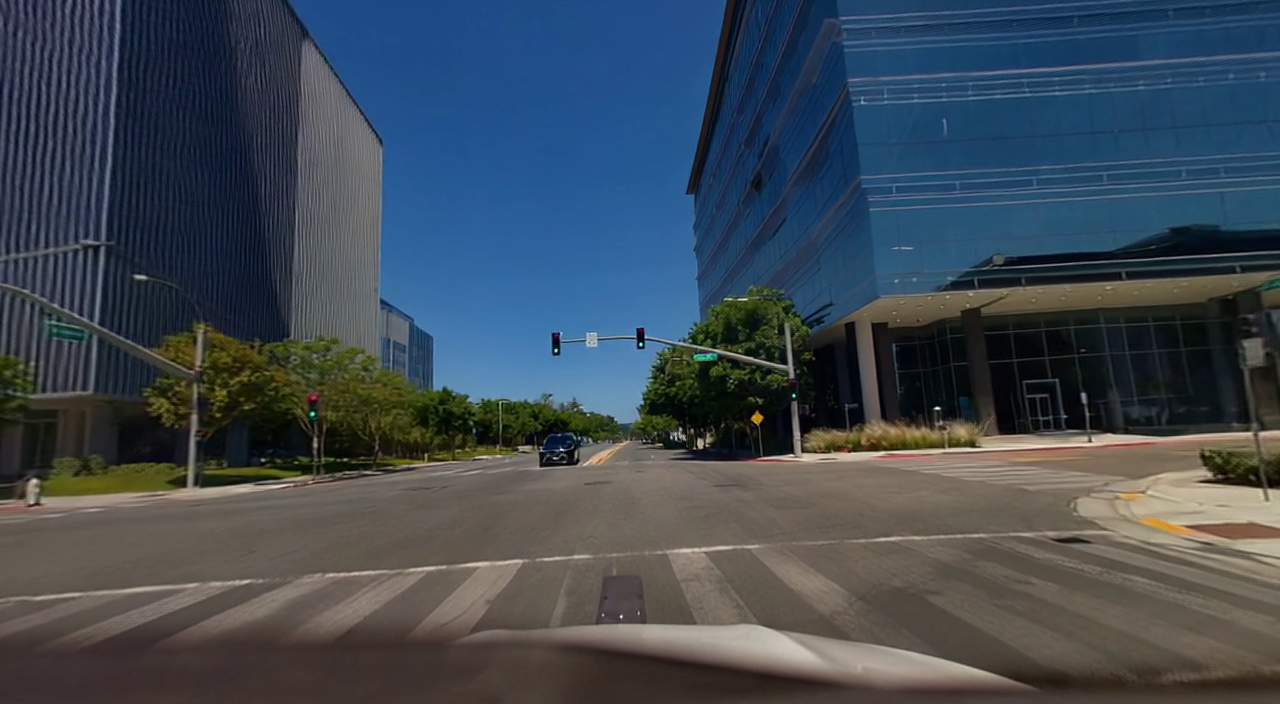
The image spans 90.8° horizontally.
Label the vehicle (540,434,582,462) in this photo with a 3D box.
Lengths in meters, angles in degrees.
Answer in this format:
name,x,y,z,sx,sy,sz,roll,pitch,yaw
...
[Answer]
name,x,y,z,sx,sy,sz,roll,pitch,yaw
vehicle,-4.903,6.014,39.609,1.988,1.666,4.074,0,-8,1
